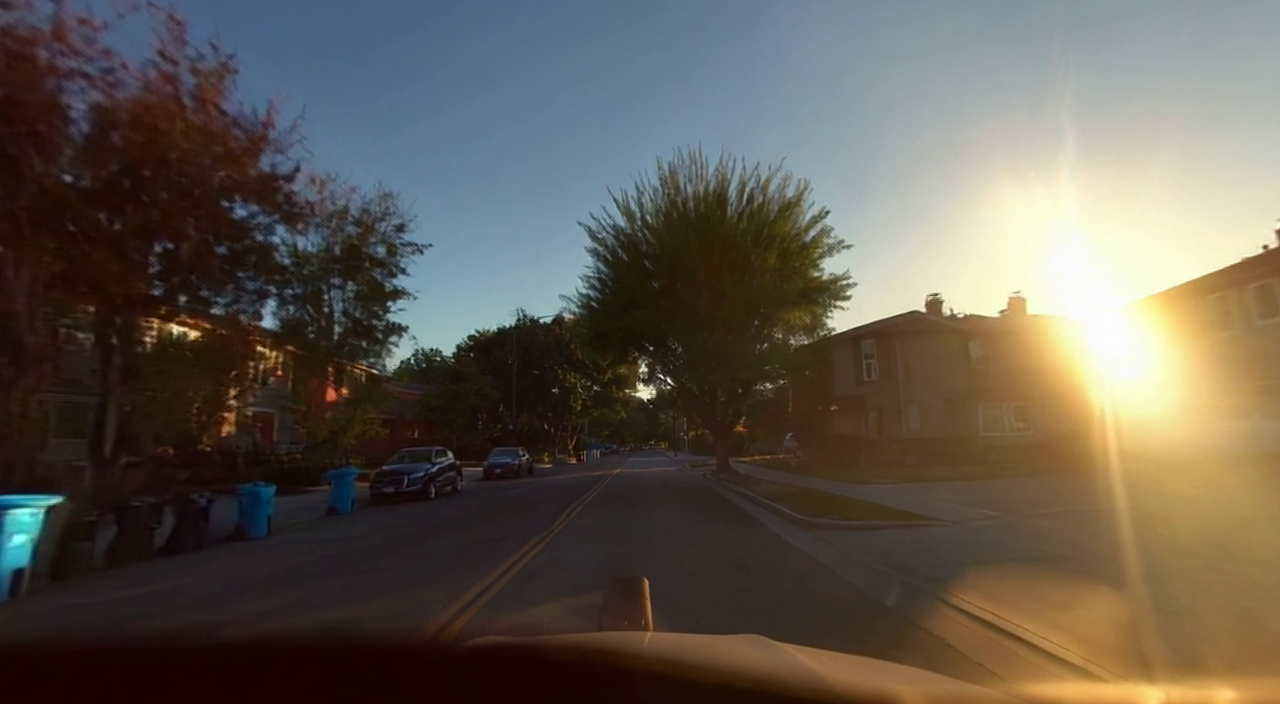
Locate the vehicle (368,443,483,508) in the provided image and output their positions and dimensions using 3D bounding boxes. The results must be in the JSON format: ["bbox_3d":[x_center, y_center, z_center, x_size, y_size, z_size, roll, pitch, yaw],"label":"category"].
[{"bbox_3d":[-6.278,3.597,19.008,1.945,1.530,4.430,-4,-8,-1],"label":"vehicle"}]

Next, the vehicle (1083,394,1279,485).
[{"bbox_3d":[12.960,1.962,14.640,1.936,1.687,4.714,-5,-8,2],"label":"vehicle"}]

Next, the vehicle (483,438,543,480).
[{"bbox_3d":[-6.377,5.395,32.211,2.169,1.871,4.762,-2,-8,-1],"label":"vehicle"}]
